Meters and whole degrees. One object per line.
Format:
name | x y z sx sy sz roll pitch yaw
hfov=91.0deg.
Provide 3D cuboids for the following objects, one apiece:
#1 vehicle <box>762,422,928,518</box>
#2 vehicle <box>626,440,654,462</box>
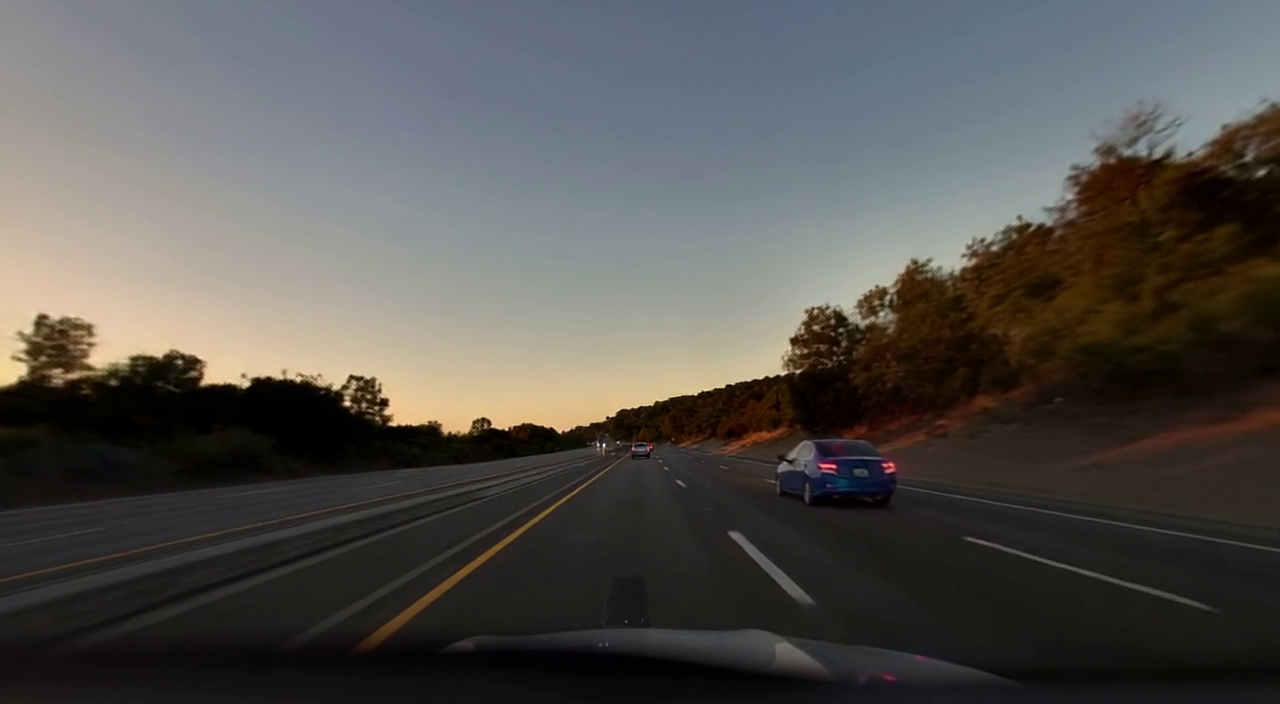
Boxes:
vehicle | 3.895 2.308 12.789 2.037 1.609 4.036 0 -8 1
vehicle | -0.001 7.451 47.589 2.009 1.554 4.013 0 -8 1
